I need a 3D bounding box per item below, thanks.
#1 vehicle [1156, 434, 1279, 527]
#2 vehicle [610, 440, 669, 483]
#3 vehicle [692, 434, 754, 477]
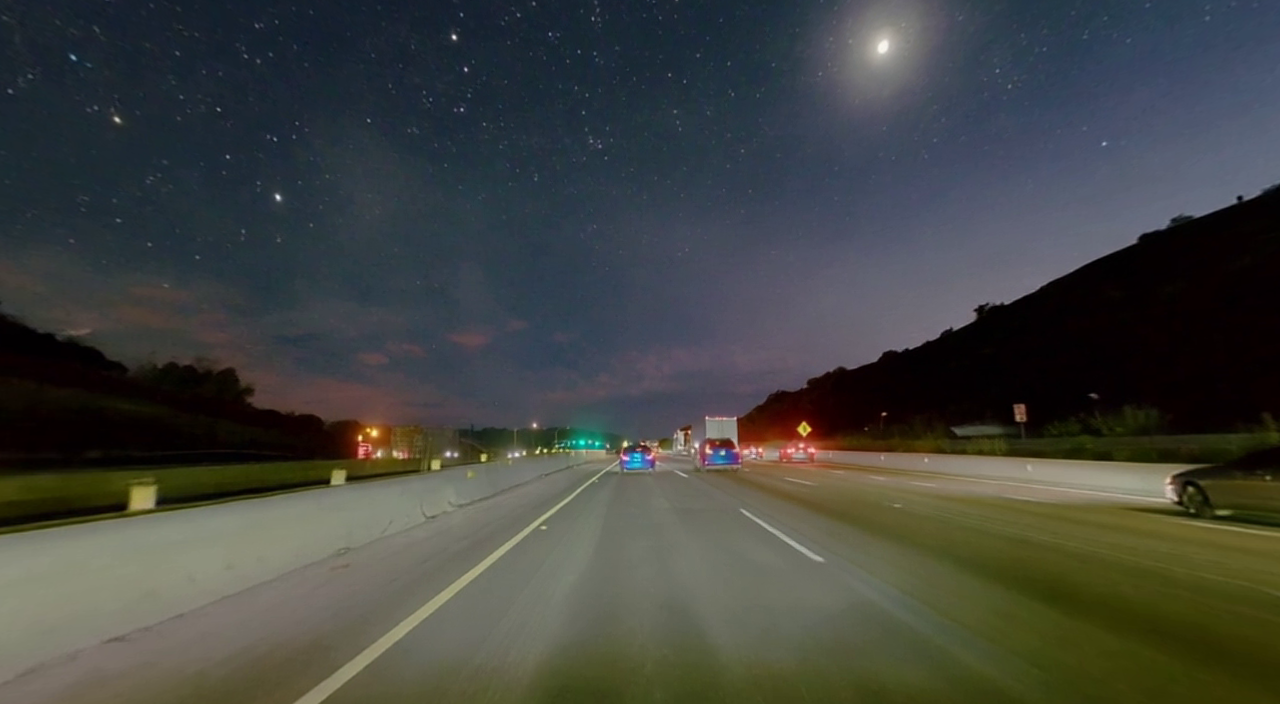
[{"bbox_3d":[11.056,2.043,10.045,1.945,1.451,4.397,0,-9,-1],"label":"vehicle"},{"bbox_3d":[-0.070,4.143,24.101,2.083,1.477,3.965,0,-9,-1],"label":"vehicle"},{"bbox_3d":[3.686,4.692,28.947,2.098,1.794,4.561,0,-9,-2],"label":"vehicle"}]
